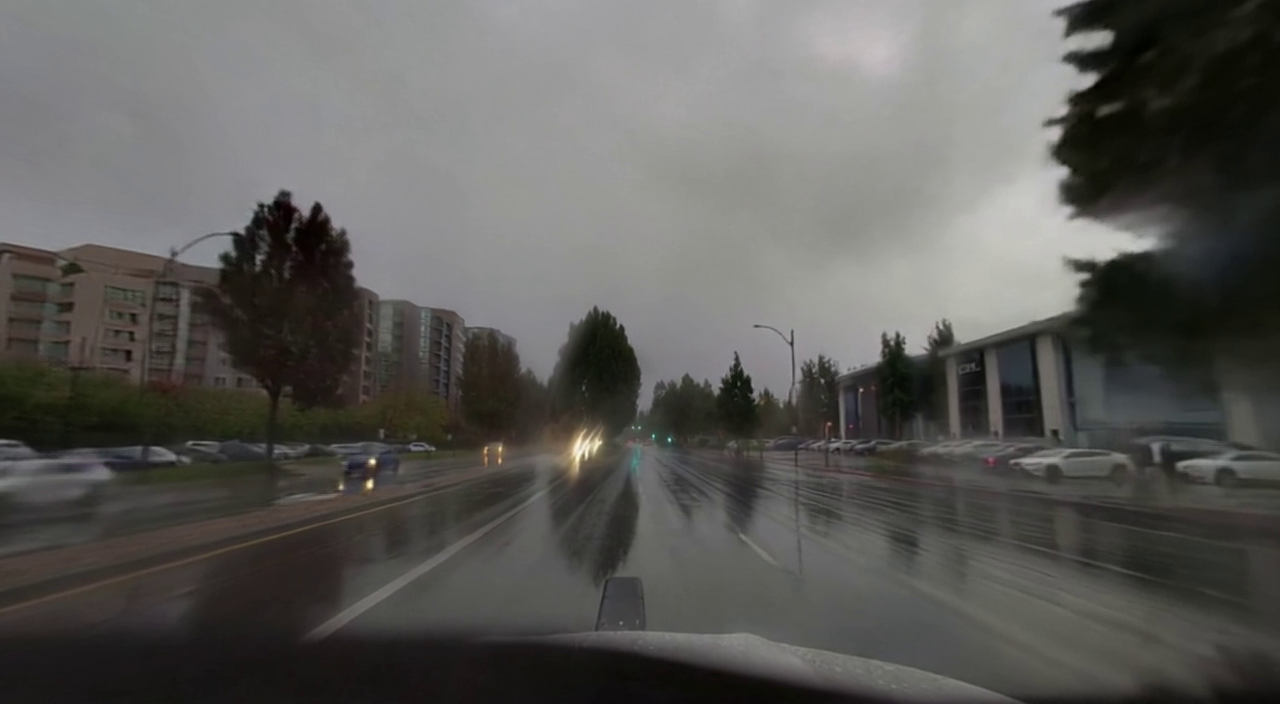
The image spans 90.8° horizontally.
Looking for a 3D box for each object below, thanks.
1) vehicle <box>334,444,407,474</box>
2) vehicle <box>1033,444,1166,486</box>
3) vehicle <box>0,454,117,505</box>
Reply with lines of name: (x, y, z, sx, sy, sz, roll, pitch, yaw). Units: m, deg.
vehicle: (-14.534, 5.768, 34.394, 1.950, 1.505, 4.733, 0, -8, -1)
vehicle: (20.600, 5.054, 28.563, 4.573, 1.747, 2.191, -6, -10, 34)
vehicle: (-19.787, 4.072, 20.560, 1.787, 1.437, 4.414, 0, -8, -1)
